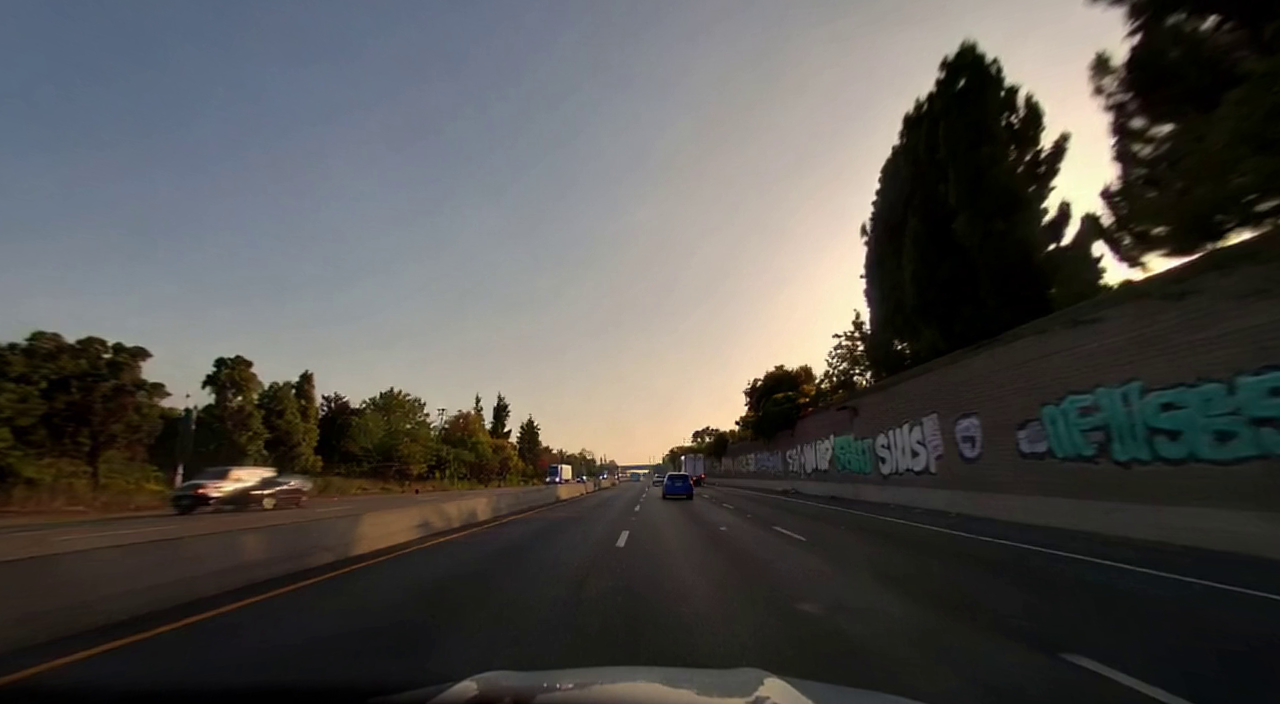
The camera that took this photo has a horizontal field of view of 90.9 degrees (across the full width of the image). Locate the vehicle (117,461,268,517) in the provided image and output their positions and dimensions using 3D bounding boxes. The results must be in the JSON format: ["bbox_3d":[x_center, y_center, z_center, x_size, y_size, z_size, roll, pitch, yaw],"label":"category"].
[{"bbox_3d":[-17.633,5.406,25.258,2.209,1.936,4.979,1,-10,1],"label":"vehicle"}]

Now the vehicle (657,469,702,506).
[{"bbox_3d":[1.849,6.524,30.551,2.011,1.574,3.512,1,-10,1],"label":"vehicle"}]
